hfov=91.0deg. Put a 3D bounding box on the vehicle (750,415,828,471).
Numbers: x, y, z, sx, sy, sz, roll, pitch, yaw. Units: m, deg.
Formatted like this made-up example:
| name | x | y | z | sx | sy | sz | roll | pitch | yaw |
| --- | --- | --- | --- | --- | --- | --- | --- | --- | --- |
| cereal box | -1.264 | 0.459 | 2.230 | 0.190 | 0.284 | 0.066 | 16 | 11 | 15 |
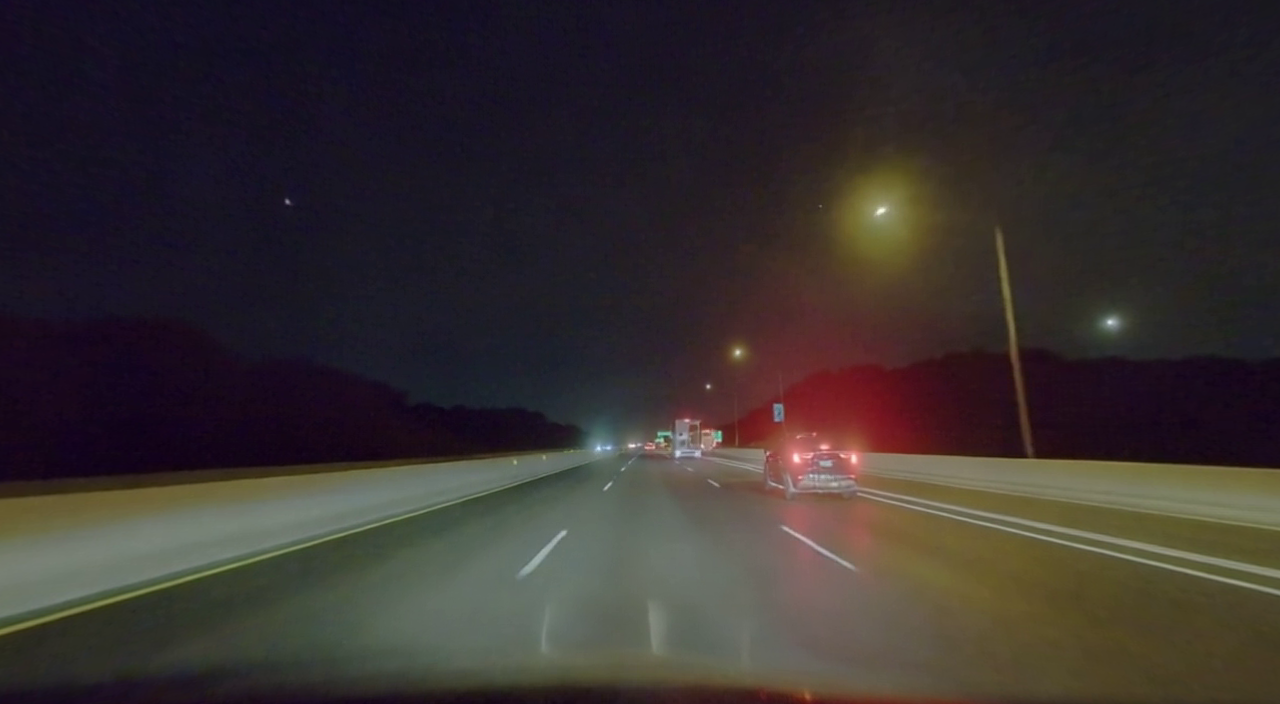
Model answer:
| name | x | y | z | sx | sy | sz | roll | pitch | yaw |
| --- | --- | --- | --- | --- | --- | --- | --- | --- | --- |
| vehicle | 7.963 | 4.994 | 34.538 | 2.474 | 2.730 | 7.349 | 0 | -8 | 0 |
